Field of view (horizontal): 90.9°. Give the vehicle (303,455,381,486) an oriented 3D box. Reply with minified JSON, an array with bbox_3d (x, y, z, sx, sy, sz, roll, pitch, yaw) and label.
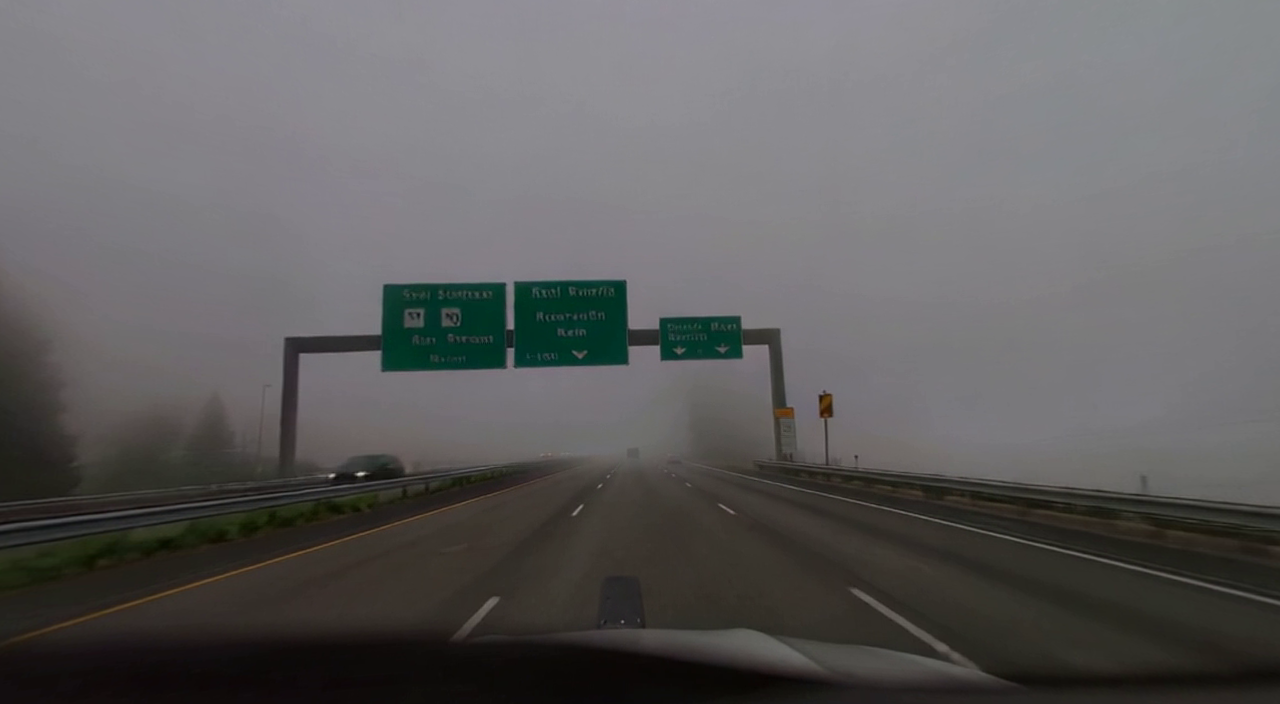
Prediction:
[{"bbox_3d":[-15.140,6.036,32.321,2.042,1.446,4.317,0,-9,-2],"label":"vehicle"}]

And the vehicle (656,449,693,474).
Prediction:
[{"bbox_3d":[2.089,6.678,38.650,2.036,1.457,3.471,0,-9,-1],"label":"vehicle"}]
